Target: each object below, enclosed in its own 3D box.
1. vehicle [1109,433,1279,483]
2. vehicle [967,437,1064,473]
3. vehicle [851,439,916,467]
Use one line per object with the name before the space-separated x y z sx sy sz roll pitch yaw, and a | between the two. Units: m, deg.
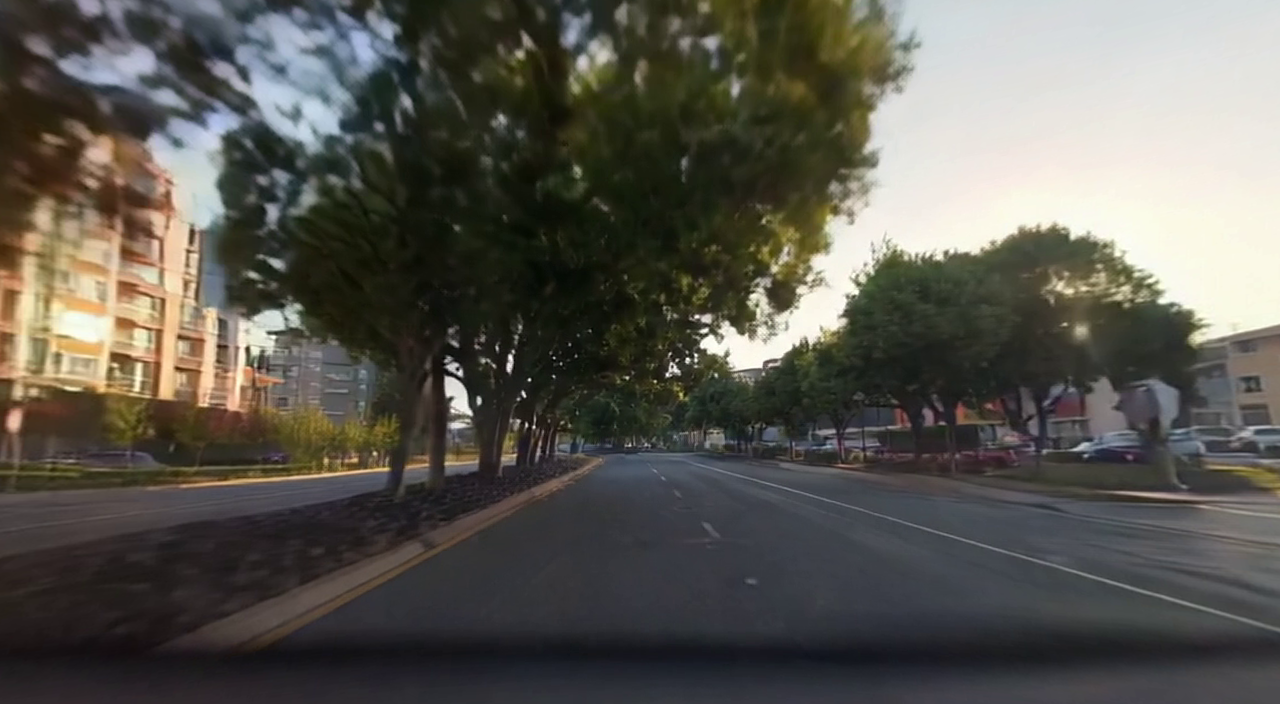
vehicle | 20.143 3.800 22.790 4.661 1.710 2.127 0 -9 -1
vehicle | 18.696 5.133 31.718 1.947 1.667 4.347 0 -9 -3
vehicle | 15.425 6.424 40.353 2.006 1.683 4.643 0 -9 -5
